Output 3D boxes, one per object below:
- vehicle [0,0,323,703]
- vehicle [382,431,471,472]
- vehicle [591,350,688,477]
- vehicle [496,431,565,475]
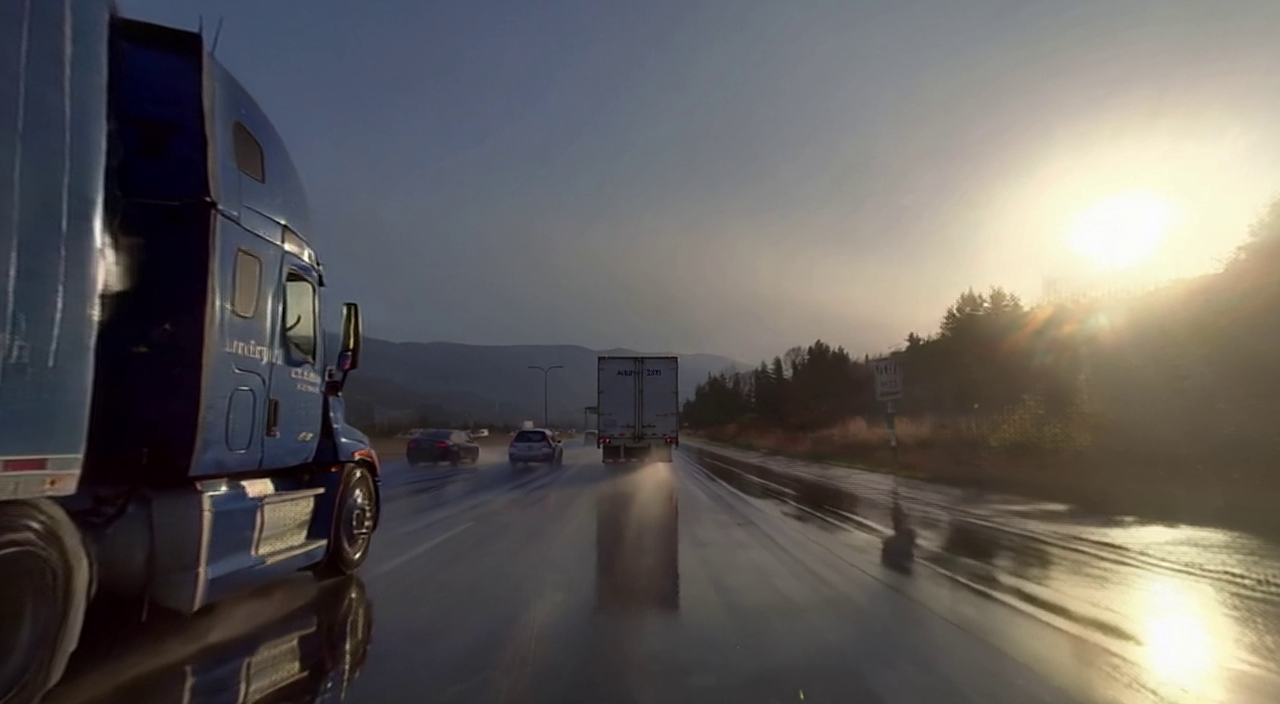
[{"bbox_3d":[-4.303,-0.284,2.581,3.007,4.031,6.044,0,-7,-3],"label":"vehicle"},{"bbox_3d":[-8.436,3.953,25.339,1.976,1.510,4.604,0,-8,0],"label":"vehicle"},{"bbox_3d":[-0.222,2.692,25.824,3.118,4.106,10.719,0,-8,-2],"label":"vehicle"},{"bbox_3d":[-4.018,3.742,23.653,1.933,1.492,3.838,0,-8,0],"label":"vehicle"}]
